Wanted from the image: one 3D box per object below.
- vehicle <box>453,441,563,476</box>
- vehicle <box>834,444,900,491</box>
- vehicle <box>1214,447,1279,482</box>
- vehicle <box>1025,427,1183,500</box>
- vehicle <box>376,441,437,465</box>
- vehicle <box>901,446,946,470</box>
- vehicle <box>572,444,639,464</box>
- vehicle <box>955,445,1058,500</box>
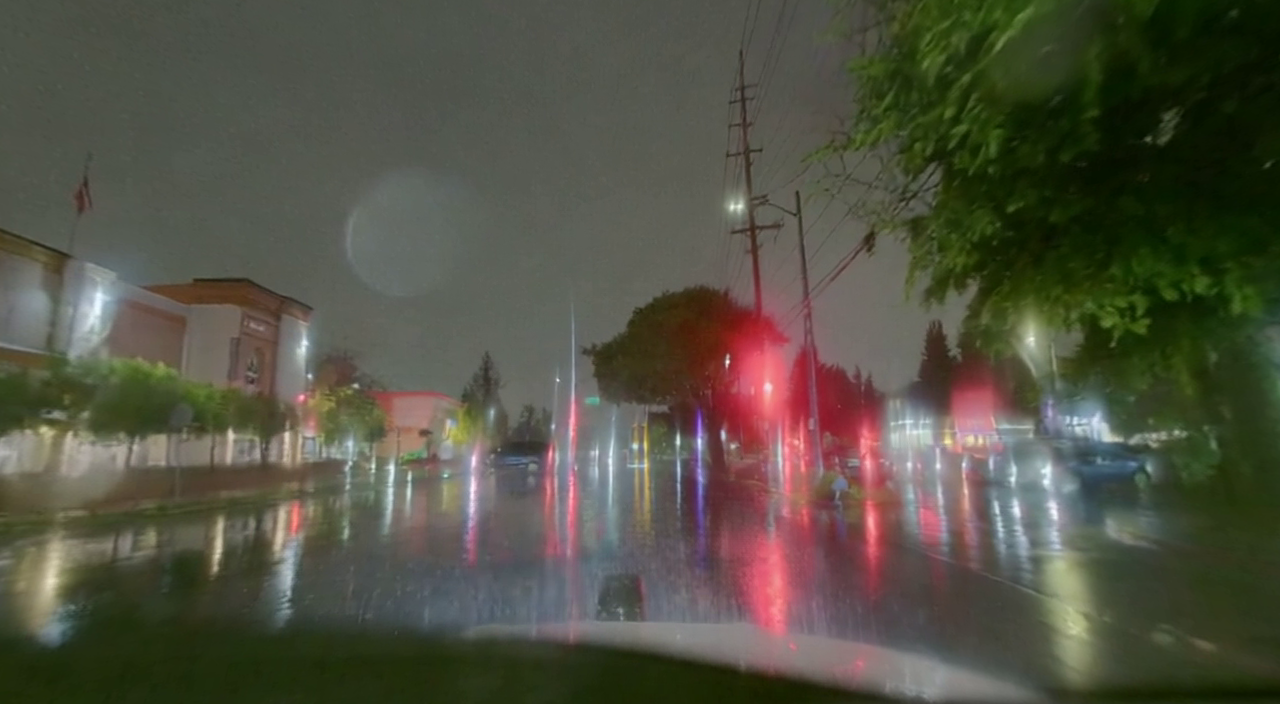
[{"bbox_3d":[-5.772,4.690,27.996,4.376,1.476,1.791,-1,-9,5],"label":"vehicle"},{"bbox_3d":[7.878,3.993,22.270,1.867,1.479,4.452,-2,-9,16],"label":"vehicle"},{"bbox_3d":[28.576,5.040,28.665,1.933,1.463,4.578,-3,-9,19],"label":"vehicle"},{"bbox_3d":[14.283,3.465,19.982,2.265,1.919,5.745,-4,-9,18],"label":"vehicle"},{"bbox_3d":[-18.235,7.939,49.672,2.082,1.779,4.841,-2,-9,13],"label":"vehicle"},{"bbox_3d":[17.538,6.570,39.257,1.936,1.391,3.874,-2,-9,15],"label":"vehicle"},{"bbox_3d":[-2.669,7.982,49.589,4.792,1.468,2.116,-2,-9,16],"label":"vehicle"},{"bbox_3d":[12.001,3.903,21.048,2.031,1.592,4.470,-3,-9,18],"label":"vehicle"}]
